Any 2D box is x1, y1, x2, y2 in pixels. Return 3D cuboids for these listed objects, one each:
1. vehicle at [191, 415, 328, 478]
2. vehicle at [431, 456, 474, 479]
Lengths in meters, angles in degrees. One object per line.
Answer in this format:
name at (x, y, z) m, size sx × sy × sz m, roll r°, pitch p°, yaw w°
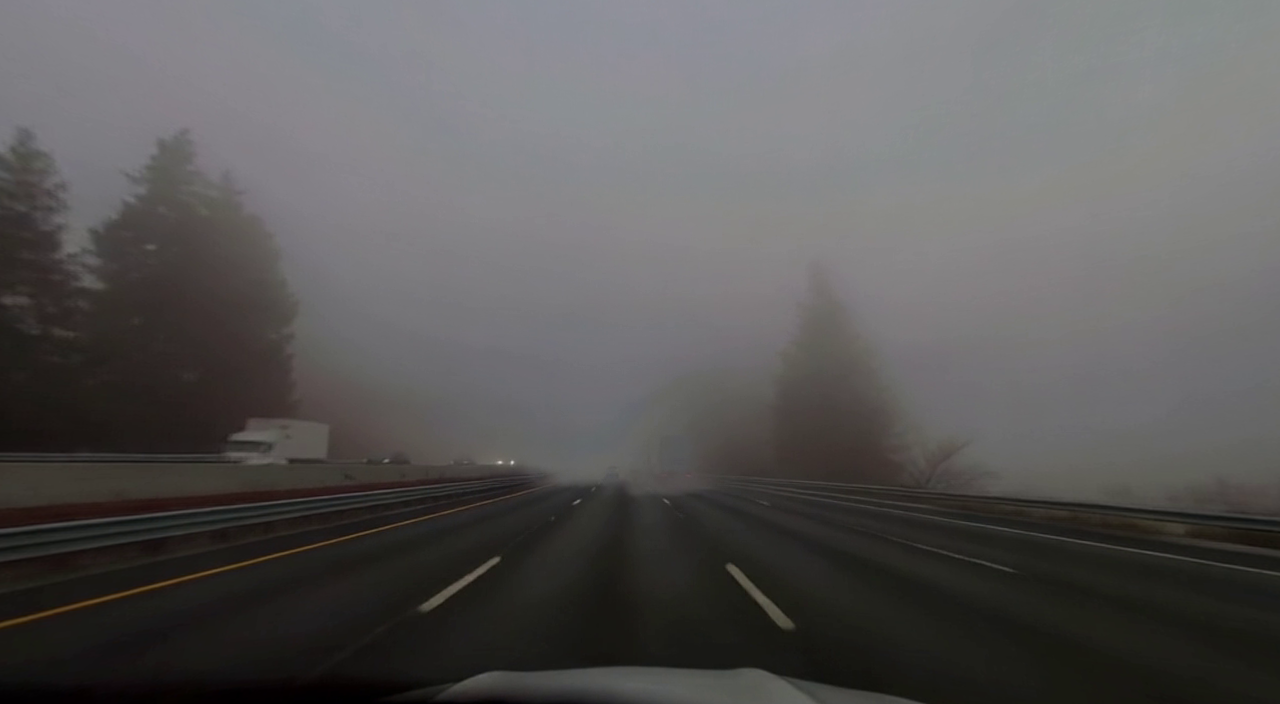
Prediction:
vehicle at (-16.097, 4.167, 27.186) m, size 2.228 × 2.396 × 5.865 m, roll 1°, pitch -11°, yaw -1°
vehicle at (-12.591, 7.816, 42.561) m, size 1.797 × 1.397 × 3.811 m, roll 1°, pitch -11°, yaw -1°
